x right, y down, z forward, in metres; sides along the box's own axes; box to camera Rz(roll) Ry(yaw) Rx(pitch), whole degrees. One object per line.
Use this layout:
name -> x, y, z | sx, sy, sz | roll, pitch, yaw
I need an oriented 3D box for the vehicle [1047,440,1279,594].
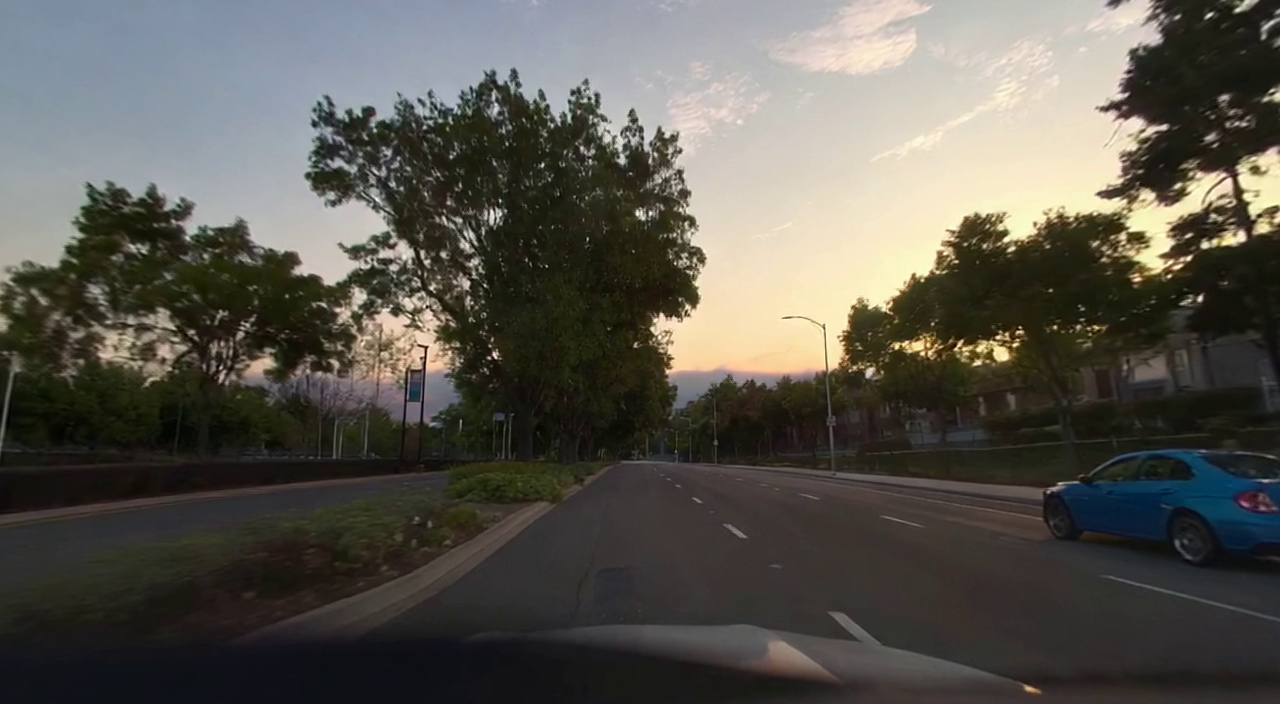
vehicle -> 7.250, 1.910, 8.029 | 1.797, 1.518, 3.433 | 0, -9, -1
